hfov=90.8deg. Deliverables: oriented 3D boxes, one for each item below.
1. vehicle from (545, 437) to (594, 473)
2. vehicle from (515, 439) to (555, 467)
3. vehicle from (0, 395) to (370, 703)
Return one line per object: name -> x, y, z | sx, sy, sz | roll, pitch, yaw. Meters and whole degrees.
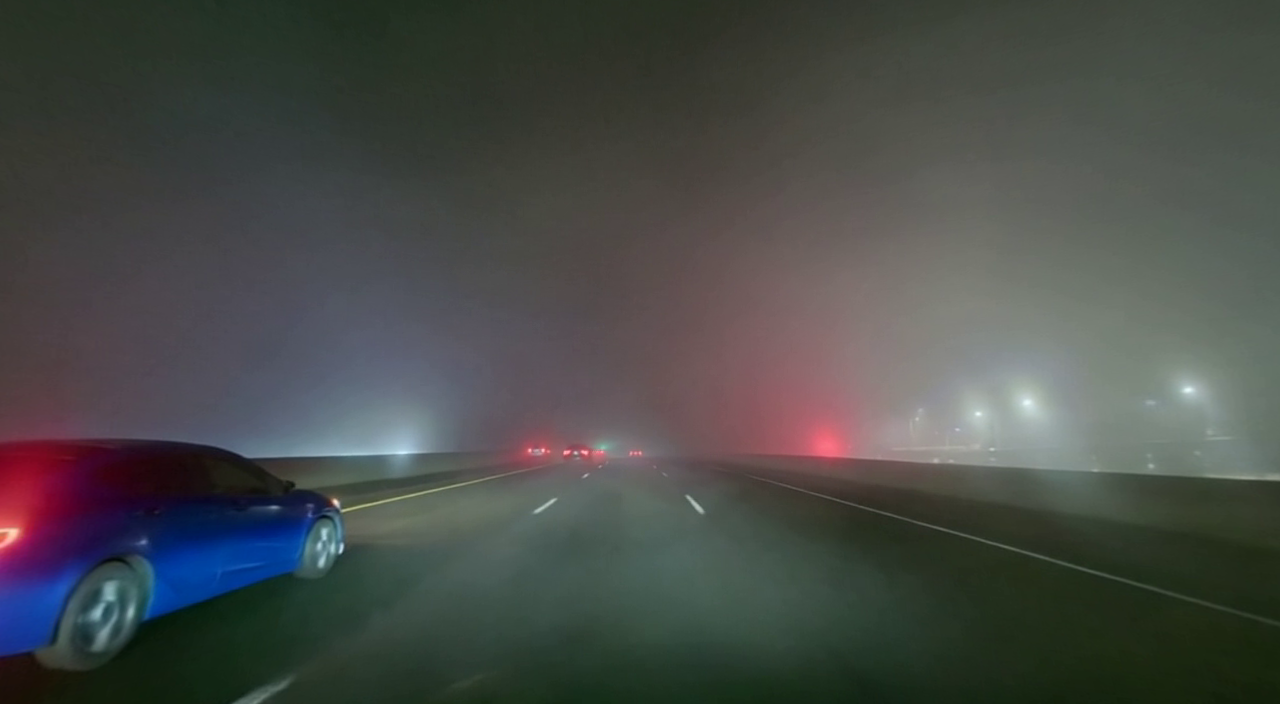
vehicle -> -3.569, 5.343, 32.900 | 2.075, 1.702, 4.257 | 0, -9, 0
vehicle -> -7.391, 7.172, 44.986 | 2.040, 1.824, 4.917 | 0, -9, -1
vehicle -> -3.803, 1.133, 4.038 | 2.114, 1.480, 4.473 | 0, -9, 1
